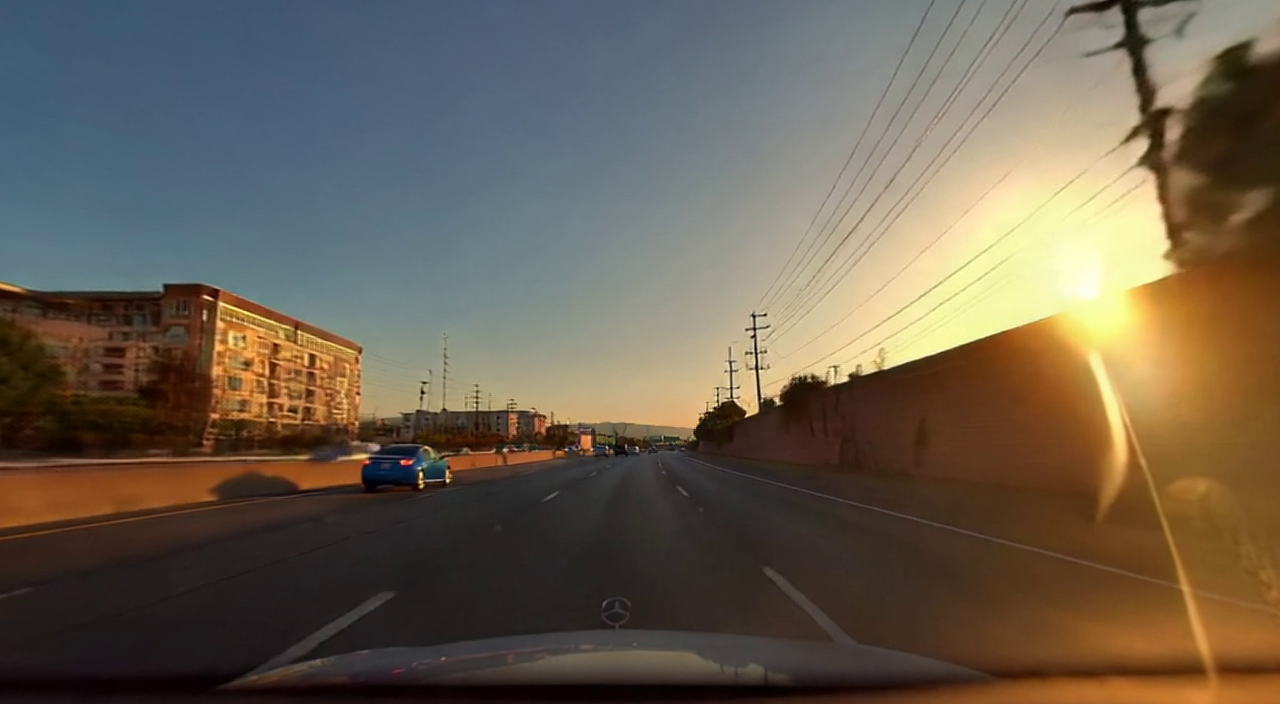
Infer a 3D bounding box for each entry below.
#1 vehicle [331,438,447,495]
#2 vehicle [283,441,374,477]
[{"bbox_3d":[-7.711,3.536,19.897,2.013,1.574,3.923,0,-8,0],"label":"vehicle"},{"bbox_3d":[-14.374,4.942,29.484,1.944,1.560,4.445,0,-8,1],"label":"vehicle"}]
